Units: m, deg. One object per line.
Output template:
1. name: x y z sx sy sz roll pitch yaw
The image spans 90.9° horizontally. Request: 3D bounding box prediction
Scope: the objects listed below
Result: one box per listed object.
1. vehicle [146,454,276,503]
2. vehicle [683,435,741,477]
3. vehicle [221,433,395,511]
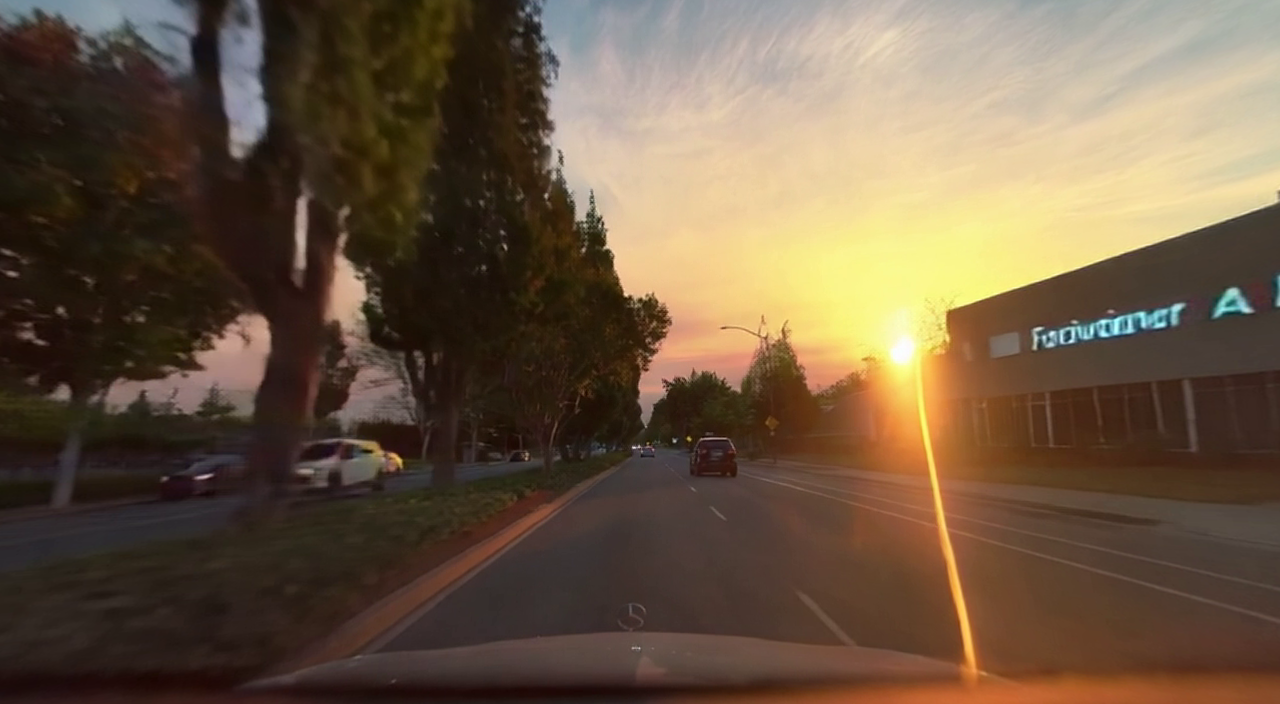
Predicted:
1. vehicle: -16.406 4.819 24.459 1.848 1.641 4.644 0 -8 -1
2. vehicle: 3.265 4.822 29.451 2.143 1.759 4.378 0 -9 -1
3. vehicle: -8.426 3.070 16.601 2.040 1.729 4.566 0 -9 1
